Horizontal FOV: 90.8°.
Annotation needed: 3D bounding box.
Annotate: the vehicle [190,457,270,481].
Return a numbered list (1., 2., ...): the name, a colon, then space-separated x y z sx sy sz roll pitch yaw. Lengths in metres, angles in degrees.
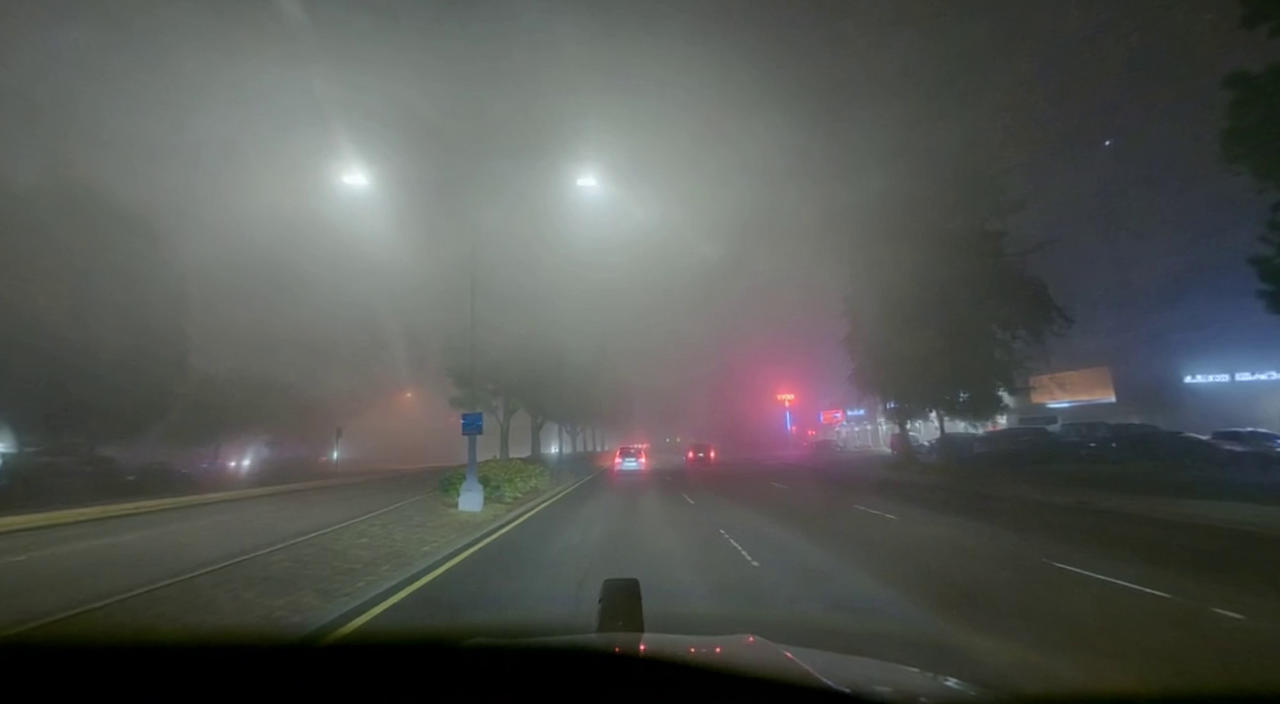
1. vehicle: -29.806 8.517 46.006 4.360 1.606 1.978 1 -9 -5

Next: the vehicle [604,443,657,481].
1. vehicle: -0.392 4.723 27.435 2.126 1.475 3.967 0 -8 0

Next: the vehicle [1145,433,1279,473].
1. vehicle: 23.591 4.101 25.914 2.006 1.455 4.301 -1 -8 -2

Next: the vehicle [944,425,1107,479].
1. vehicle: 16.400 4.300 27.629 2.454 1.973 7.124 -1 -8 -1

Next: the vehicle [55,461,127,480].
1. vehicle: -43.264 9.351 49.813 3.918 1.350 1.804 0 -8 -2

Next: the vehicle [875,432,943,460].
1. vehicle: 20.592 7.222 48.750 2.356 2.005 6.308 0 -8 -1

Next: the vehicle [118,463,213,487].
1. vehicle: -30.578 7.914 40.819 4.497 1.450 2.010 0 -9 -1
